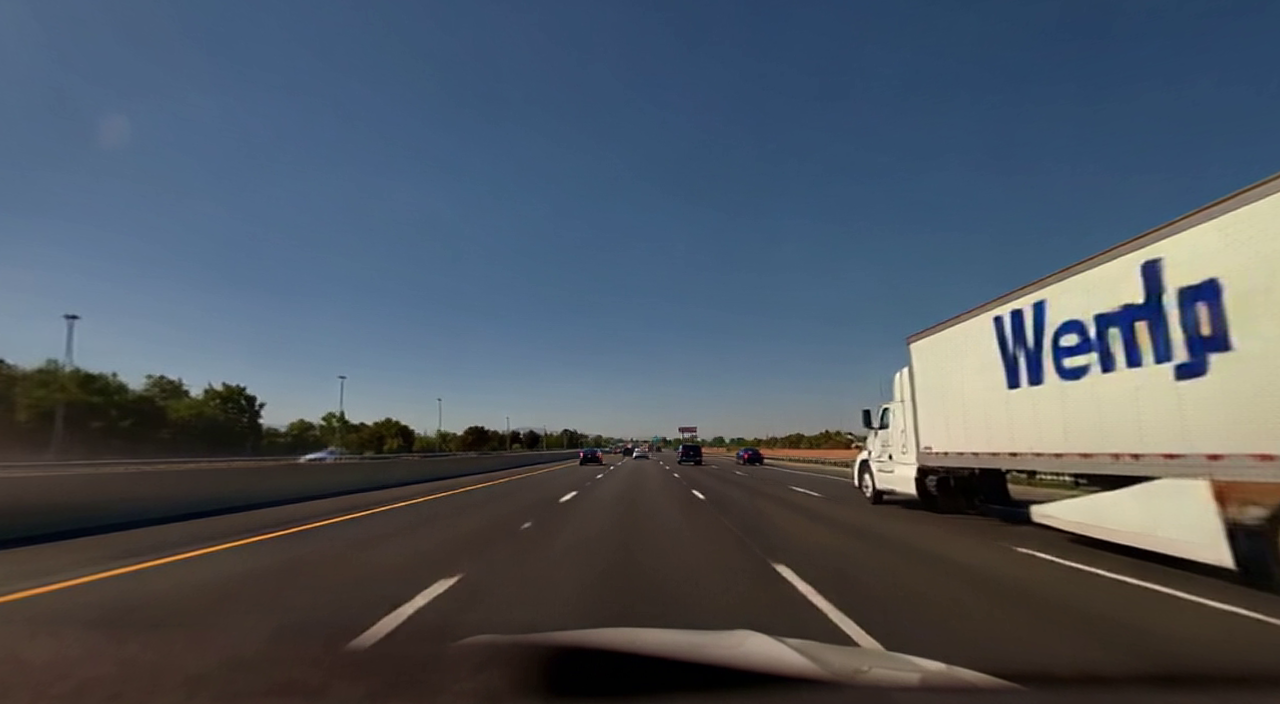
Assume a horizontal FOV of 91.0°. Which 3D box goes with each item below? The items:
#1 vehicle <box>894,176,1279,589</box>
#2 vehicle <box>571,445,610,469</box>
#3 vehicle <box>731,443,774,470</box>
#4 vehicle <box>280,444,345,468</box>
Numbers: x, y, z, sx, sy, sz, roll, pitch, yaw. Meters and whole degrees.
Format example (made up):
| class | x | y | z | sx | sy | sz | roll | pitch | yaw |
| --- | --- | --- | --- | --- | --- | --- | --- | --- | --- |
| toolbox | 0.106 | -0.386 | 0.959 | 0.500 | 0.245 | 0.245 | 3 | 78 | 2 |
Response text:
| class | x | y | z | sx | sy | sz | roll | pitch | yaw |
| --- | --- | --- | --- | --- | --- | --- | --- | --- | --- |
| vehicle | 7.951 | 0.592 | 8.202 | 2.912 | 4.143 | 15.538 | 0 | -9 | 0 |
| vehicle | -3.366 | 7.239 | 43.494 | 2.164 | 1.507 | 4.748 | 0 | -9 | 2 |
| vehicle | 7.521 | 7.038 | 42.573 | 2.188 | 1.727 | 4.381 | 0 | -9 | 1 |
| vehicle | -24.885 | 7.916 | 48.059 | 2.104 | 1.686 | 4.874 | 0 | -9 | 3 |
